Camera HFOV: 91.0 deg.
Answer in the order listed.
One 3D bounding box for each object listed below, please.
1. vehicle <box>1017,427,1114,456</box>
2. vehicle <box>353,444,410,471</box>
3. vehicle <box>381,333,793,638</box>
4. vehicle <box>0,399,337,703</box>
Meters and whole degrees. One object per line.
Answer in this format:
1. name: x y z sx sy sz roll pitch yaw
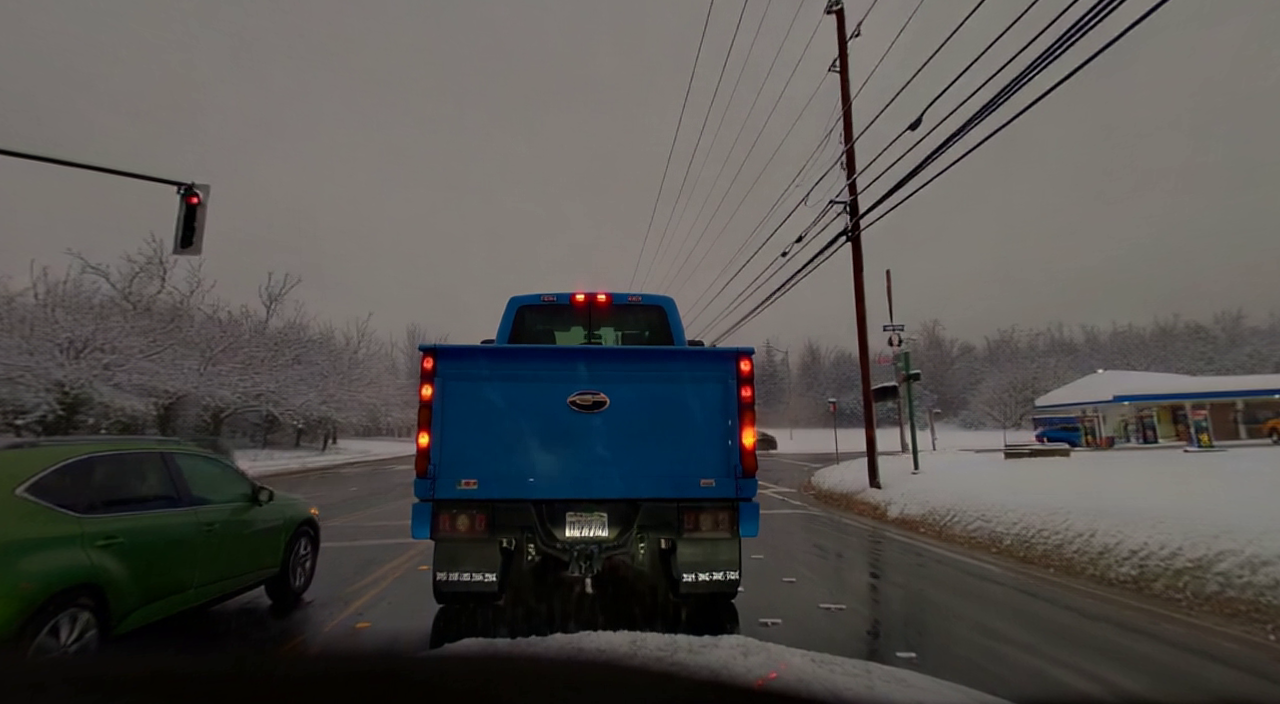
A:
1. vehicle: 25.572 5.394 37.922 4.419 1.496 1.854 -2 -9 1
2. vehicle: -17.111 7.013 41.916 2.133 1.690 4.331 0 -9 -3
3. vehicle: -0.421 1.323 7.208 2.859 2.144 5.406 0 -9 -1
4. vehicle: -3.959 1.189 3.981 2.017 1.555 4.150 -1 -9 0
